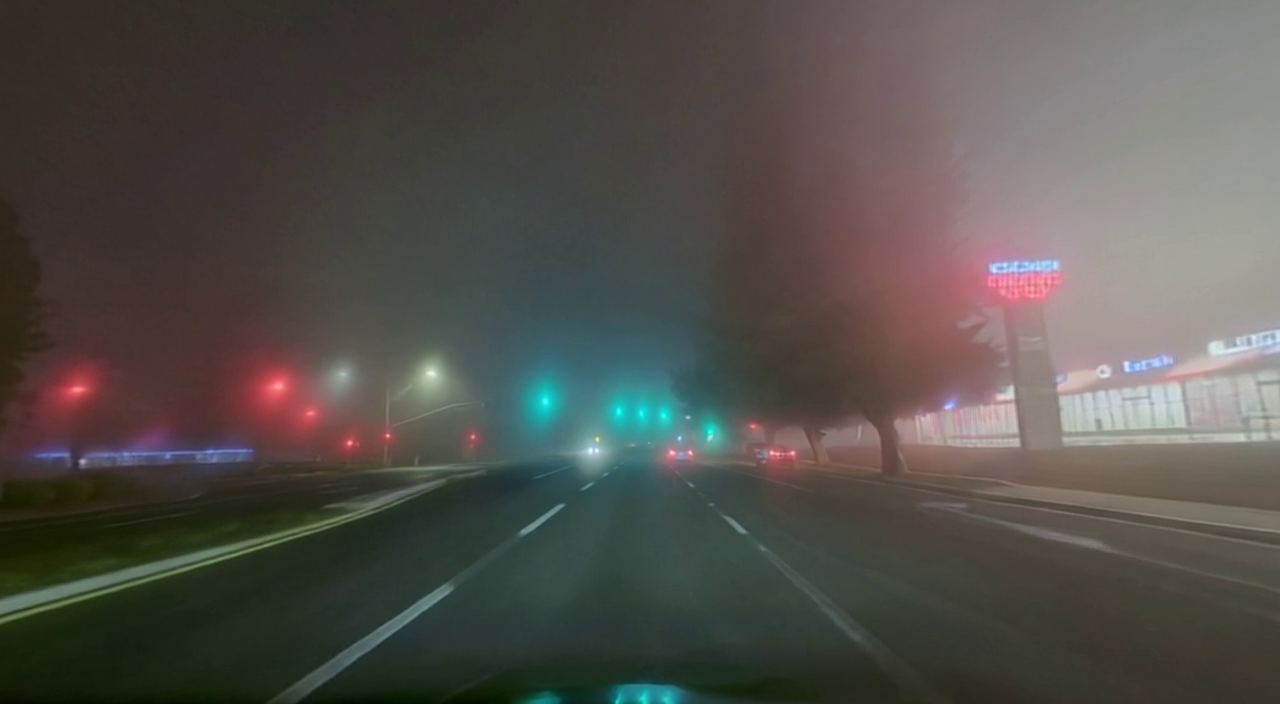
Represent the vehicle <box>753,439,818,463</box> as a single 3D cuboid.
[{"bbox_3d":[9.945,6.793,43.374,4.007,1.591,1.915,-1,-8,3],"label":"vehicle"}]
